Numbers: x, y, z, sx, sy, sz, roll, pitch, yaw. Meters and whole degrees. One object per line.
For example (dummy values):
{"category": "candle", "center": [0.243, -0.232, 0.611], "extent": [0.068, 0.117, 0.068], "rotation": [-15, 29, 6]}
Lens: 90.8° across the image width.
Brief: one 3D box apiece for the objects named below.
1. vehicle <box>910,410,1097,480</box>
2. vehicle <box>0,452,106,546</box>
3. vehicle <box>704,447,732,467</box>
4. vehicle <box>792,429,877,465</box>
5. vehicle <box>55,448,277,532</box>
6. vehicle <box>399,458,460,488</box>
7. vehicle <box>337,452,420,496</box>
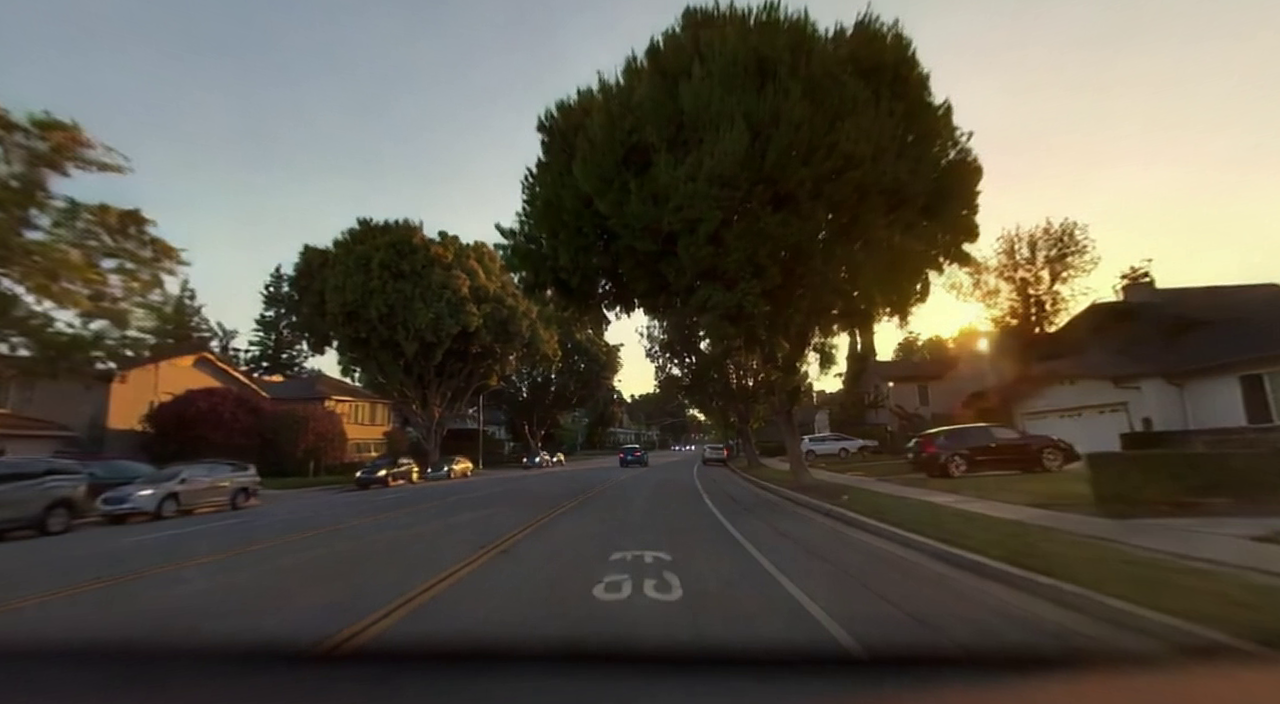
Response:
{"category": "vehicle", "center": [10.918, 2.843, 19.255], "extent": [4.383, 1.602, 1.920], "rotation": [-6, -9, 1]}
{"category": "vehicle", "center": [-14.224, 3.090, 12.718], "extent": [2.157, 1.882, 5.479], "rotation": [-5, -9, 1]}
{"category": "vehicle", "center": [5.938, 7.966, 48.124], "extent": [2.016, 1.477, 4.207], "rotation": [-1, -9, 6]}
{"category": "vehicle", "center": [11.872, 5.818, 38.787], "extent": [4.463, 1.765, 1.960], "rotation": [-5, -8, -1]}
{"category": "vehicle", "center": [-13.952, 4.017, 19.283], "extent": [2.114, 1.931, 5.936], "rotation": [-6, -9, 2]}
{"category": "vehicle", "center": [-12.563, 7.225, 37.966], "extent": [1.695, 1.423, 4.371], "rotation": [-7, -10, 6]}
{"category": "vehicle", "center": [-13.260, 6.151, 32.305], "extent": [2.009, 1.789, 4.449], "rotation": [-8, -9, 4]}
